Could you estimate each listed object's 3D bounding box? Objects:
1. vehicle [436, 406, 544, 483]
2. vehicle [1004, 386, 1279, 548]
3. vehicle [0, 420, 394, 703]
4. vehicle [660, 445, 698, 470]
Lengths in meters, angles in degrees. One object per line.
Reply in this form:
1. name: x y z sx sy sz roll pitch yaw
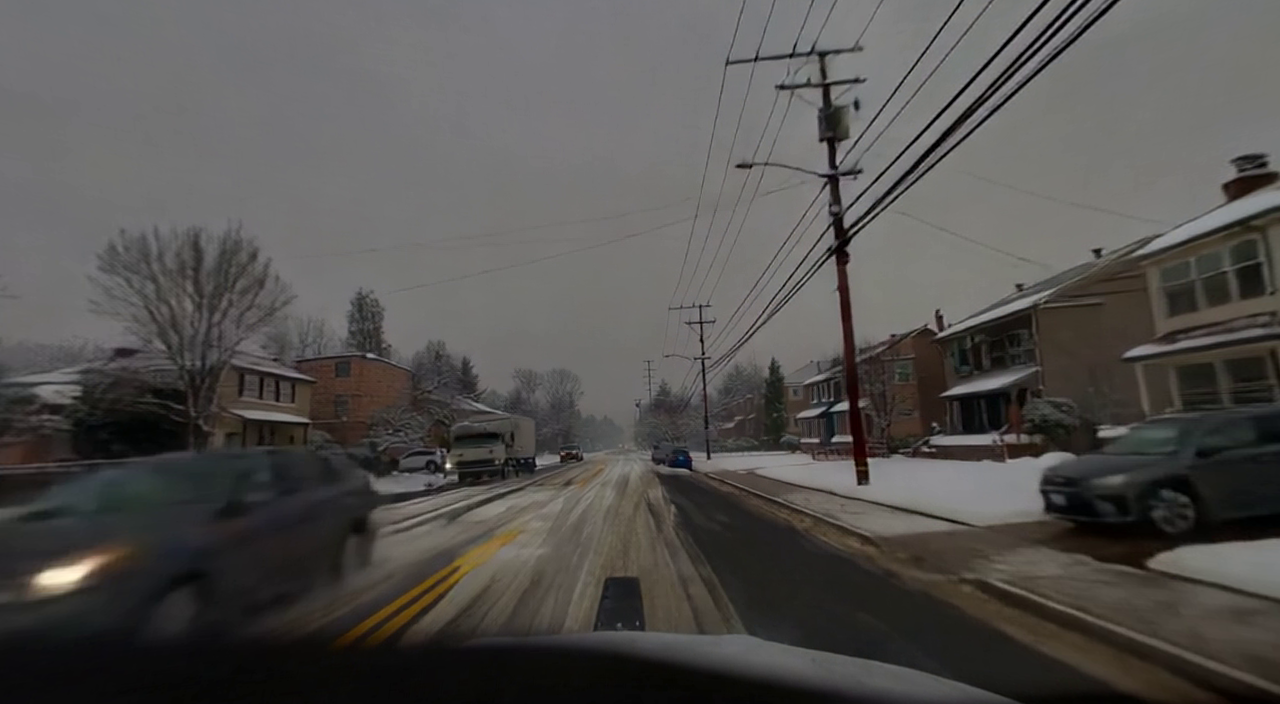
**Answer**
1. vehicle: -6.932 4.526 30.652 3.197 3.187 7.847 -1 -9 1
2. vehicle: 8.046 1.445 8.549 4.836 1.806 2.121 -2 -8 -2
3. vehicle: -3.591 1.321 4.522 1.912 1.491 4.375 0 -8 0
4. vehicle: 2.331 6.475 39.053 1.890 1.463 4.952 0 -8 -2
